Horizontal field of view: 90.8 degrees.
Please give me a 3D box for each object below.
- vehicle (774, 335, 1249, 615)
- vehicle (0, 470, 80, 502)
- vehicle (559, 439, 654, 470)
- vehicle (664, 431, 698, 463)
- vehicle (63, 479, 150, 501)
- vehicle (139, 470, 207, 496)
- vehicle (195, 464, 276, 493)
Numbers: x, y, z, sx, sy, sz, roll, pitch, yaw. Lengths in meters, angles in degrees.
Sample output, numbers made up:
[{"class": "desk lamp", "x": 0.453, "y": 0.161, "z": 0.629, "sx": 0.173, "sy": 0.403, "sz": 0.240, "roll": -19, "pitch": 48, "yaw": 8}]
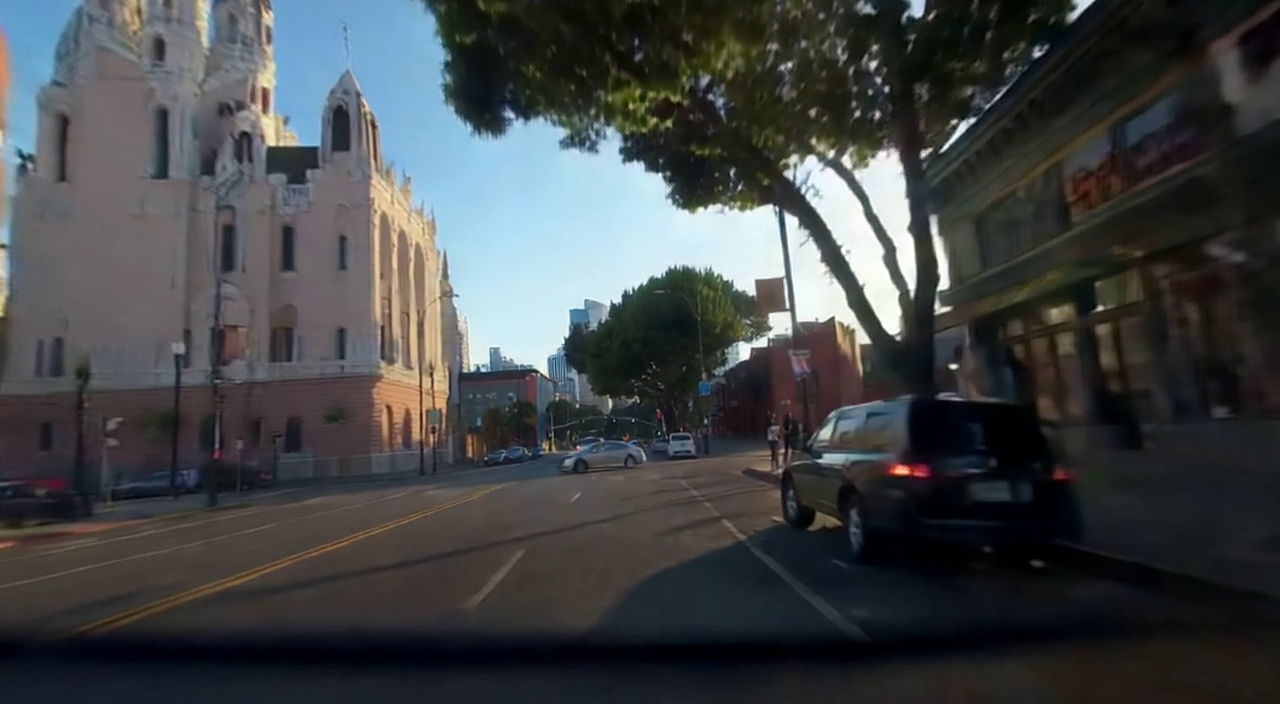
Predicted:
[{"class": "vehicle", "x": 3.315, "y": 1.288, "z": 7.521, "sx": 2.269, "sy": 2.046, "sz": 5.649, "roll": 0, "pitch": -8, "yaw": 1}, {"class": "vehicle", "x": -43.525, "y": 9.622, "z": 45.439, "sx": 4.483, "sy": 2.156, "sz": 1.967, "roll": 0, "pitch": -9, "yaw": 0}, {"class": "vehicle", "x": -1.642, "y": 5.149, "z": 31.972, "sx": 4.620, "sy": 1.476, "sz": 1.881, "roll": 7, "pitch": -11, "yaw": -40}, {"class": "vehicle", "x": 2.730, "y": 6.397, "z": 42.746, "sx": 2.074, "sy": 2.041, "sz": 5.045, "roll": 0, "pitch": -8, "yaw": 1}, {"class": "vehicle", "x": -37.941, "y": 9.807, "z": 45.002, "sx": 4.533, "sy": 1.449, "sz": 1.771, "roll": 0, "pitch": -9, "yaw": -2}, {"class": "vehicle", "x": -33.475, "y": 9.365, "z": 45.314, "sx": 3.529, "sy": 1.661, "sz": 1.695, "roll": 0, "pitch": -6, "yaw": 0}, {"class": "vehicle", "x": -28.834, "y": 9.005, "z": 45.125, "sx": 4.439, "sy": 1.661, "sz": 2.071, "roll": -2, "pitch": -5, "yaw": -4}]
